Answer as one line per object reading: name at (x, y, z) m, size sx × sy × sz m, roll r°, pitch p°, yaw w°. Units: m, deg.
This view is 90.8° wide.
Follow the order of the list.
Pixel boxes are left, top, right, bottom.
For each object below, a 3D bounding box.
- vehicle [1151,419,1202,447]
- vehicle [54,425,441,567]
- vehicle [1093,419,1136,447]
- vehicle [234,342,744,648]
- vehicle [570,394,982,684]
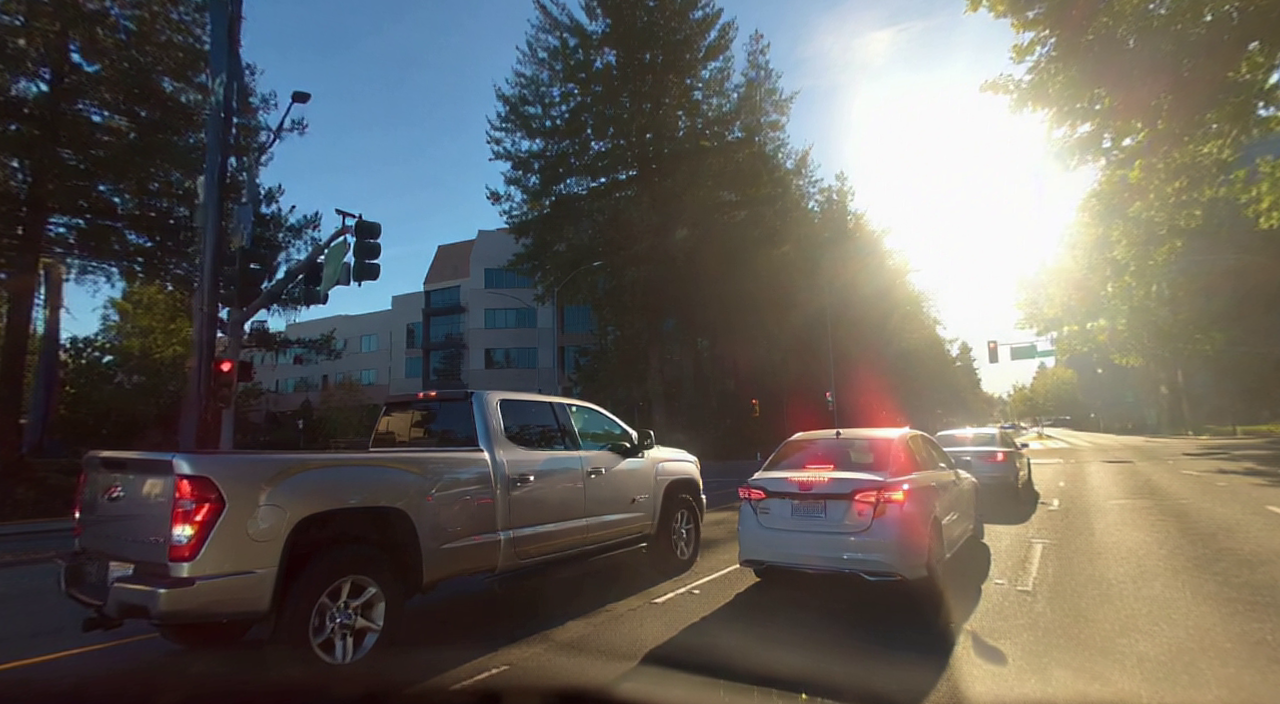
vehicle at (35.814, 5.470, 42.241) m, size 2.183 × 1.714 × 4.491 m, roll -6°, pitch -11°, yaw 36°
vehicle at (-5.926, 2.137, 10.298) m, size 1.982 × 1.712 × 4.862 m, roll -6°, pitch -10°, yaw 34°
vehicle at (32.813, 5.668, 43.725) m, size 2.160 × 1.790 × 4.303 m, roll -6°, pitch -10°, yaw 35°
vehicle at (-0.876, 1.405, 7.464) m, size 2.272 × 2.016 × 6.146 m, roll -5°, pitch -10°, yaw 28°
vehicle at (1.712, 1.375, 5.995) m, size 2.027 × 1.549 × 4.801 m, roll -6°, pitch -10°, yaw 35°
